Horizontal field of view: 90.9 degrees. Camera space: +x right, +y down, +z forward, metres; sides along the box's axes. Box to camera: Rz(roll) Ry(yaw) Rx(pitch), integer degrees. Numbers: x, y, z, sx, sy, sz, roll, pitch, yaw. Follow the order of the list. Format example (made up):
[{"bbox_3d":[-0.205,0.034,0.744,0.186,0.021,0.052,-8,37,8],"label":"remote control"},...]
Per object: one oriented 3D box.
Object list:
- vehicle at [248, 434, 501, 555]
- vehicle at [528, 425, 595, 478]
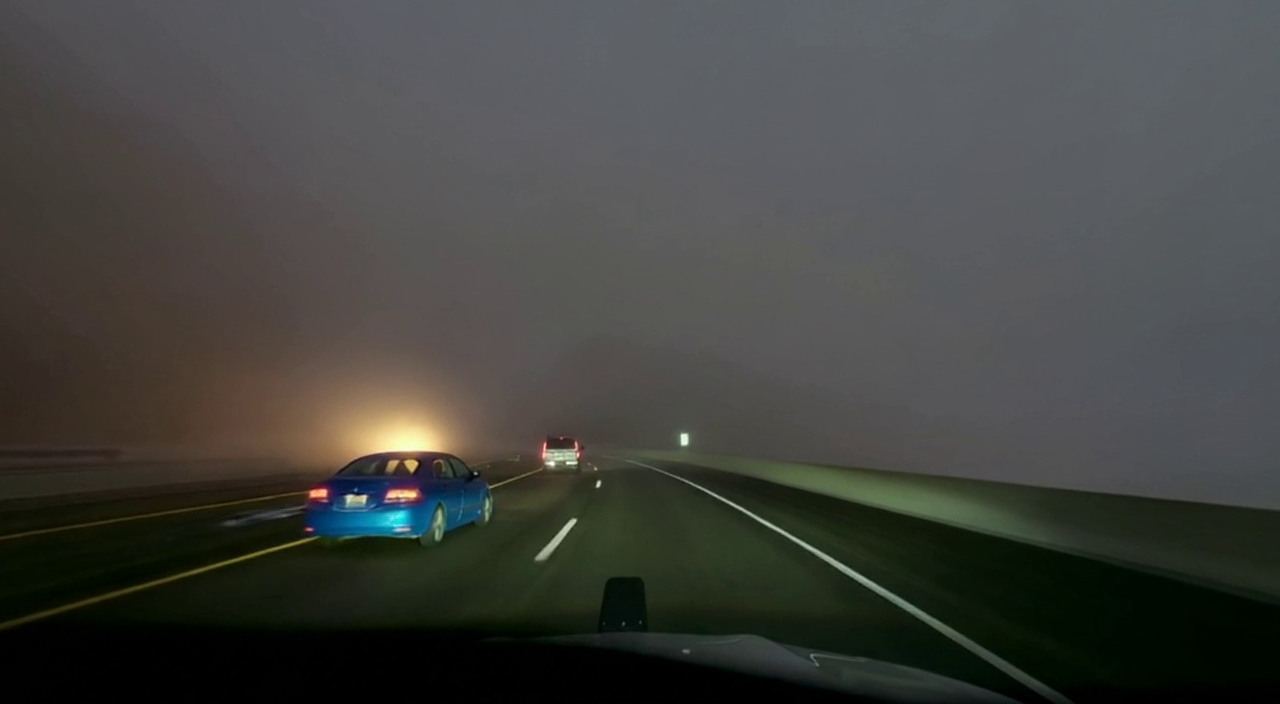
[{"bbox_3d":[-3.887,2.154,10.354,2.097,1.511,4.585,0,-8,1],"label":"vehicle"},{"bbox_3d":[-3.471,4.604,29.283,2.444,2.204,5.568,0,-9,-1],"label":"vehicle"}]
